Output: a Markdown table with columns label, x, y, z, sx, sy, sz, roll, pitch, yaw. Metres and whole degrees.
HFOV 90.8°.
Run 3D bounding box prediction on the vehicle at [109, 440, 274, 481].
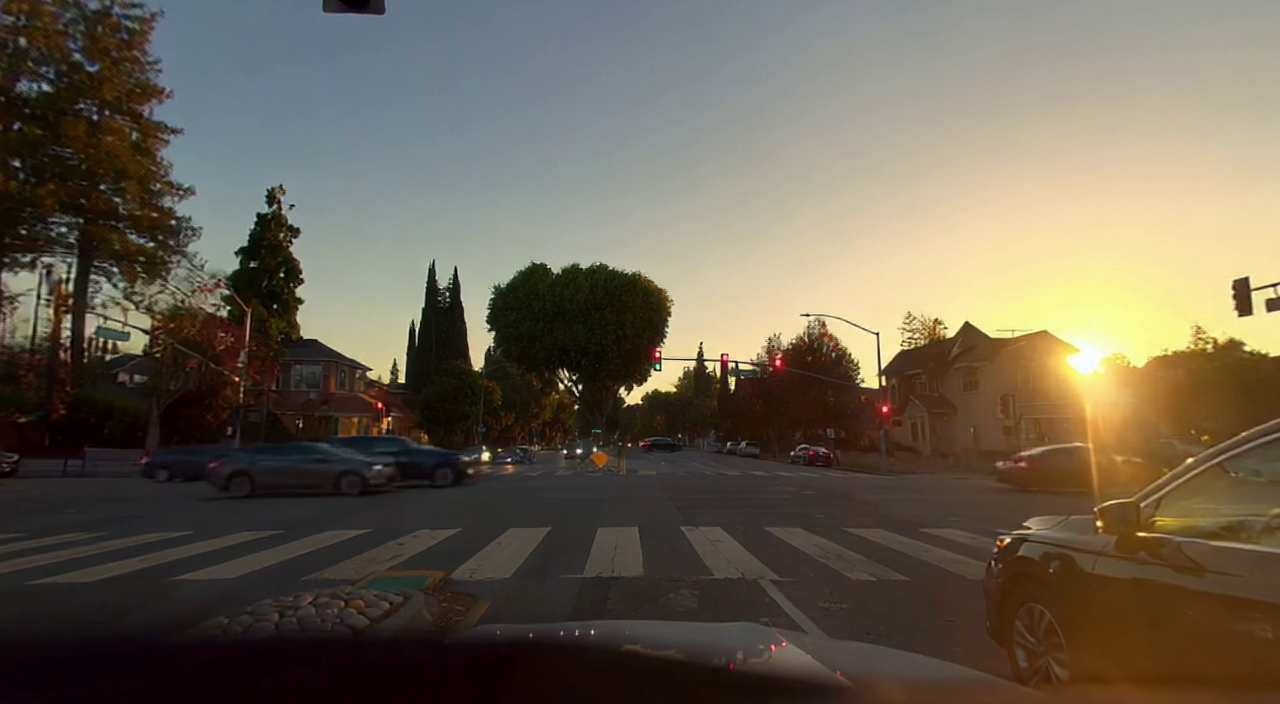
| label | x | y | z | sx | sy | sz | roll | pitch | yaw |
| --- | --- | --- | --- | --- | --- | --- | --- | --- | --- |
| vehicle | -17.027 | 4.132 | 24.254 | 4.689 | 1.490 | 1.920 | 2 | -9 | -10 |

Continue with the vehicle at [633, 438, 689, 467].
| label | x | y | z | sx | sy | sz | roll | pitch | yaw |
| --- | --- | --- | --- | --- | --- | --- | --- | --- | --- |
| vehicle | 1.384 | 6.124 | 38.726 | 2.130 | 1.633 | 4.532 | -3 | -9 | 20 |

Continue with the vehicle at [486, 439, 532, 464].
| label | x | y | z | sx | sy | sz | roll | pitch | yaw |
| --- | --- | --- | --- | --- | --- | --- | --- | --- | --- |
| vehicle | -8.979 | 6.862 | 43.657 | 2.028 | 1.654 | 5.027 | 0 | -9 | 1 |

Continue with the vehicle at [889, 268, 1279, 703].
| label | x | y | z | sx | sy | sz | roll | pitch | yaw |
| --- | --- | --- | --- | --- | --- | --- | --- | --- | --- |
| vehicle | 2.709 | 0.705 | 1.728 | 2.085 | 1.800 | 4.908 | 0 | -9 | 1 |

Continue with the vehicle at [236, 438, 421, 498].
| label | x | y | z | sx | sy | sz | roll | pitch | yaw |
| --- | --- | --- | --- | --- | --- | --- | --- | --- | --- |
| vehicle | -8.115 | 3.042 | 16.758 | 3.894 | 1.487 | 1.863 | 0 | -8 | -1 |

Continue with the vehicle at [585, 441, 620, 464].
| label | x | y | z | sx | sy | sz | roll | pitch | yaw |
| --- | --- | --- | --- | --- | --- | --- | --- | --- | --- |
| vehicle | -2.456 | 6.715 | 42.321 | 2.046 | 1.491 | 4.118 | 0 | -8 | 0 |
